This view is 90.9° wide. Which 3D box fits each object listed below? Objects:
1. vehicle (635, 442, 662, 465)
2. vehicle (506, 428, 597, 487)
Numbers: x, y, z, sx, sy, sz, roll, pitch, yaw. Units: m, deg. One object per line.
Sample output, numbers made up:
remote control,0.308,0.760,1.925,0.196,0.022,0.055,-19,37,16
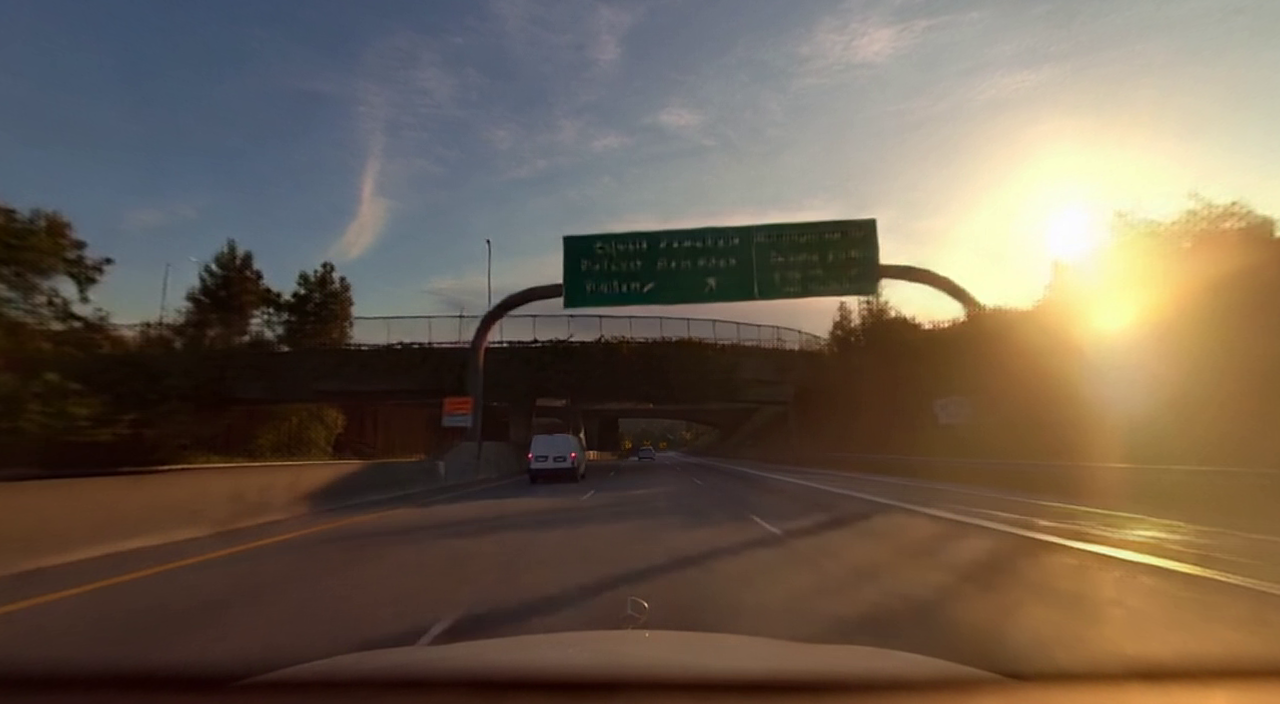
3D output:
vehicle,0.613,7.907,49.043,2.067,1.690,3.901,0,-9,-1
vehicle,-3.111,3.915,23.618,2.572,1.927,5.803,0,-9,0
